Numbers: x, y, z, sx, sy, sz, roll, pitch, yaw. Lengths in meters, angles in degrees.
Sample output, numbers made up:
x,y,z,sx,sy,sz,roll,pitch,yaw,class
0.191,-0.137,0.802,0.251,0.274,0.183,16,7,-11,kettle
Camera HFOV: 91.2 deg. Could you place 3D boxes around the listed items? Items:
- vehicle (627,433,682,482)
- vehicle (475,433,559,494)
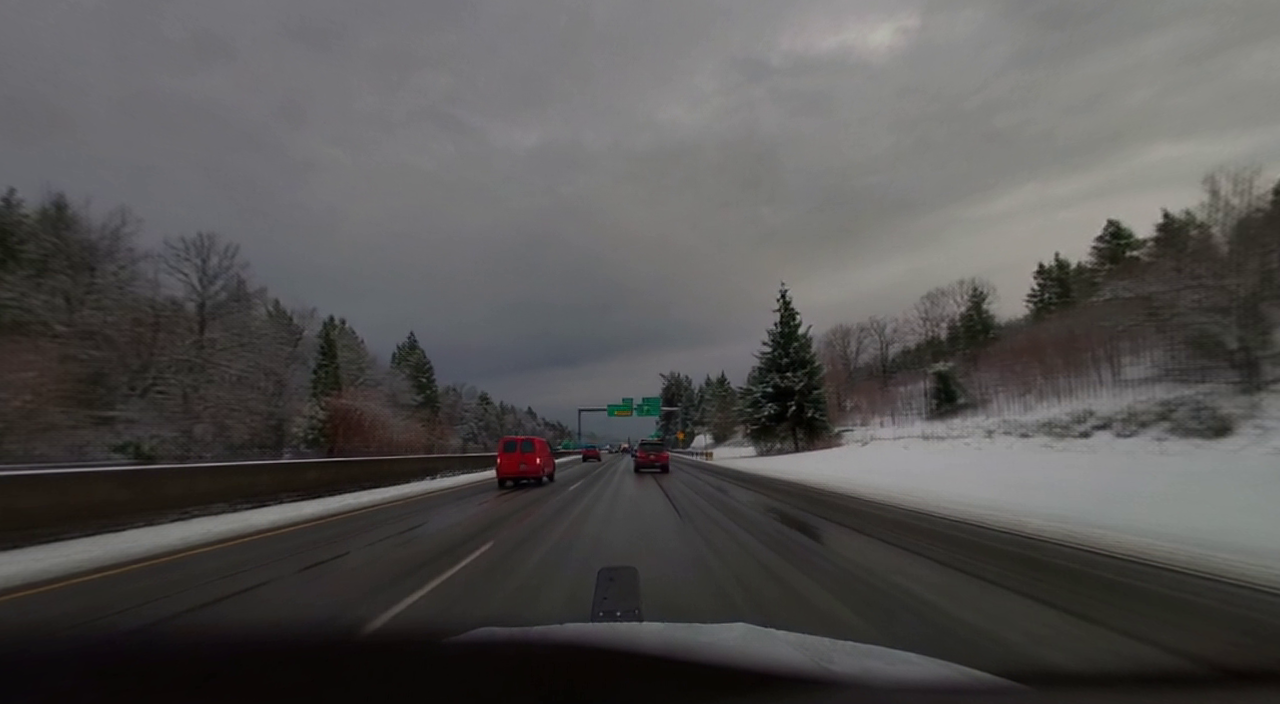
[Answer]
x,y,z,sx,sy,sz,roll,pitch,yaw,class
0.534,4.614,27.589,2.179,1.930,4.538,0,-9,-2,vehicle
-3.952,3.671,20.889,2.021,1.790,3.907,0,-9,0,vehicle
